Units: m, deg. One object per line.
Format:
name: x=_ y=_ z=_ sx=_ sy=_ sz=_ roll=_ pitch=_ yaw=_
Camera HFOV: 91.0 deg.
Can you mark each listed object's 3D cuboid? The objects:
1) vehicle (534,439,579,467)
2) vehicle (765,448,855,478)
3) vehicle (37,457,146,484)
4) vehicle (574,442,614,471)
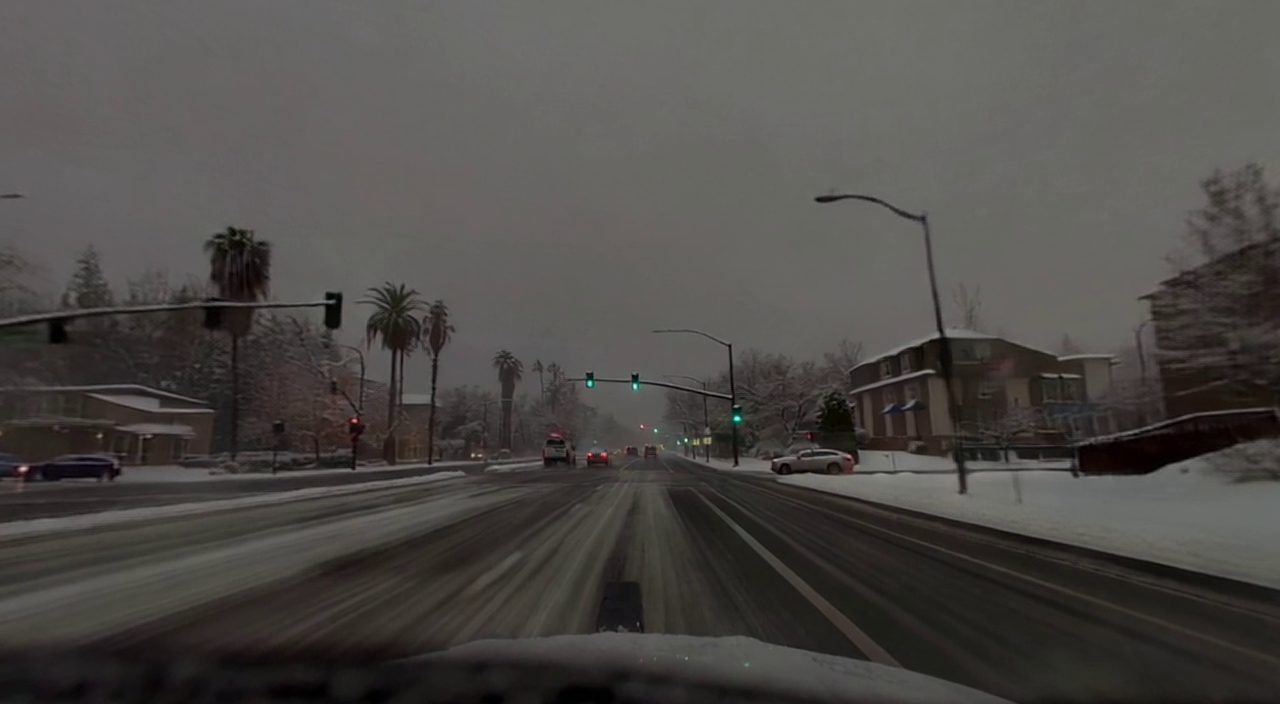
vehicle: x=-6.418 y=7.891 z=49.235 sx=2.457 sy=2.010 sz=6.330 roll=0 pitch=-9 yaw=1
vehicle: x=9.101 y=5.978 z=34.031 sx=4.509 sy=1.520 sz=1.952 roll=-1 pitch=-9 yaw=11
vehicle: x=-34.121 y=7.378 z=39.279 sx=4.808 sy=1.529 sz=1.979 roll=1 pitch=-9 yaw=-3
vehicle: x=-2.972 y=6.910 z=41.745 sx=2.116 sy=1.806 sz=4.516 roll=0 pitch=-9 yaw=2
